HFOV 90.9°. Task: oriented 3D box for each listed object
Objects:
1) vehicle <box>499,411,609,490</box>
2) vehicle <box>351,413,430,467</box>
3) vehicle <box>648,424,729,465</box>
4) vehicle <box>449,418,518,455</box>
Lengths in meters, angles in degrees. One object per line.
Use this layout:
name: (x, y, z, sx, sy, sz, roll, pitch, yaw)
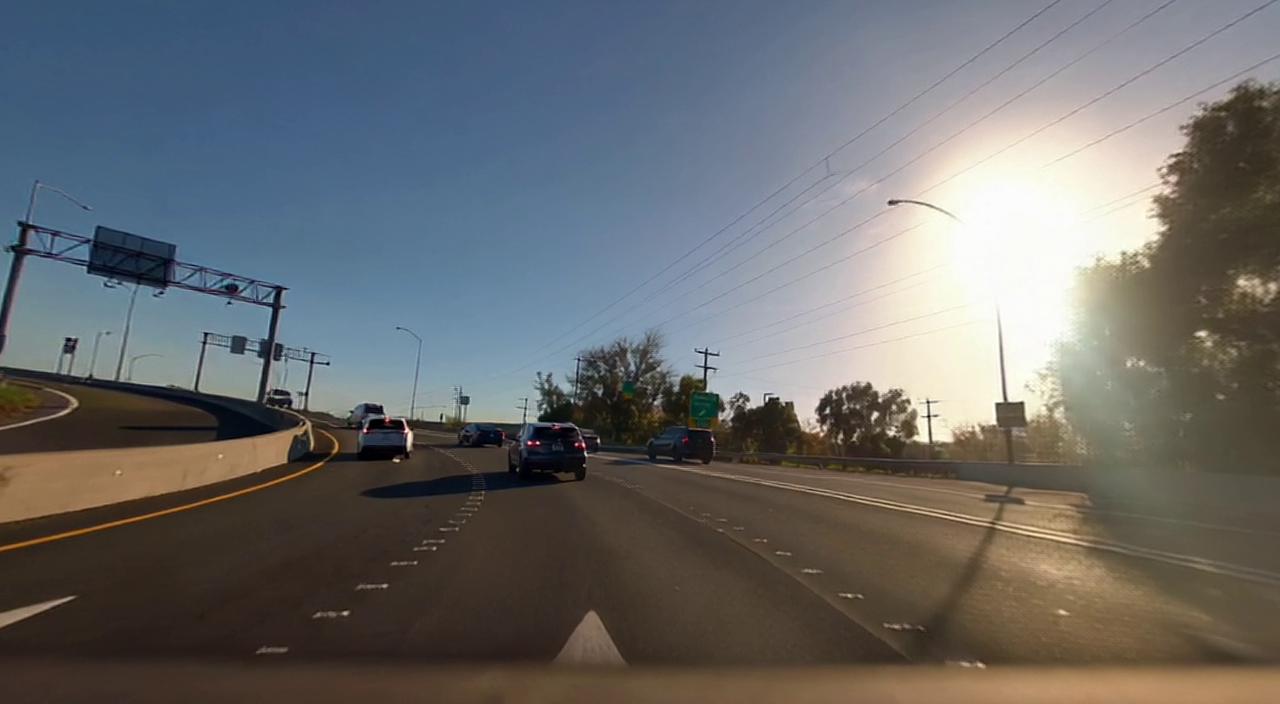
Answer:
vehicle: (-2.354, 2.493, 16.150, 2.140, 1.724, 4.304, 2, -9, -16)
vehicle: (-7.907, 2.820, 20.182, 2.033, 1.501, 4.623, 3, -9, -20)
vehicle: (2.233, 4.471, 30.560, 2.079, 1.807, 4.682, 3, -9, -21)
vehicle: (-6.980, 3.754, 27.809, 1.832, 1.473, 4.364, 4, -9, -28)
